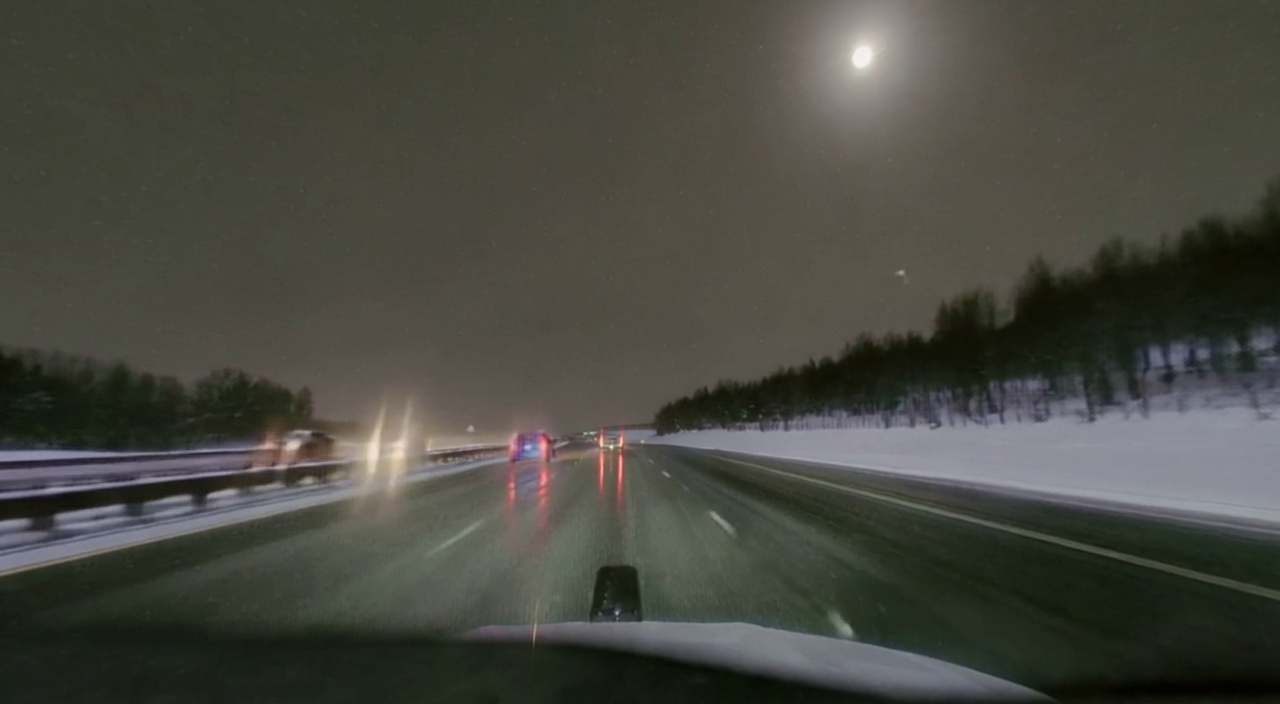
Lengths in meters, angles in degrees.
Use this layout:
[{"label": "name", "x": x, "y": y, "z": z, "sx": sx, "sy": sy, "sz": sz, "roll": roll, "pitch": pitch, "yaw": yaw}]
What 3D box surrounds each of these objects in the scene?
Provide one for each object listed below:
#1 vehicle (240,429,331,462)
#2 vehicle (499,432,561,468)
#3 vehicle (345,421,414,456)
[{"label": "vehicle", "x": -17.464, "y": 4.640, "z": 31.338, "sx": 1.918, "sy": 1.485, "sz": 4.666, "roll": 0, "pitch": -8, "yaw": -2}, {"label": "vehicle", "x": -5.084, "y": 4.619, "z": 29.919, "sx": 2.141, "sy": 1.534, "sz": 5.099, "roll": 0, "pitch": -8, "yaw": -2}, {"label": "vehicle", "x": -13.696, "y": 4.600, "z": 33.393, "sx": 1.948, "sy": 1.709, "sz": 4.137, "roll": 0, "pitch": -8, "yaw": -2}]
